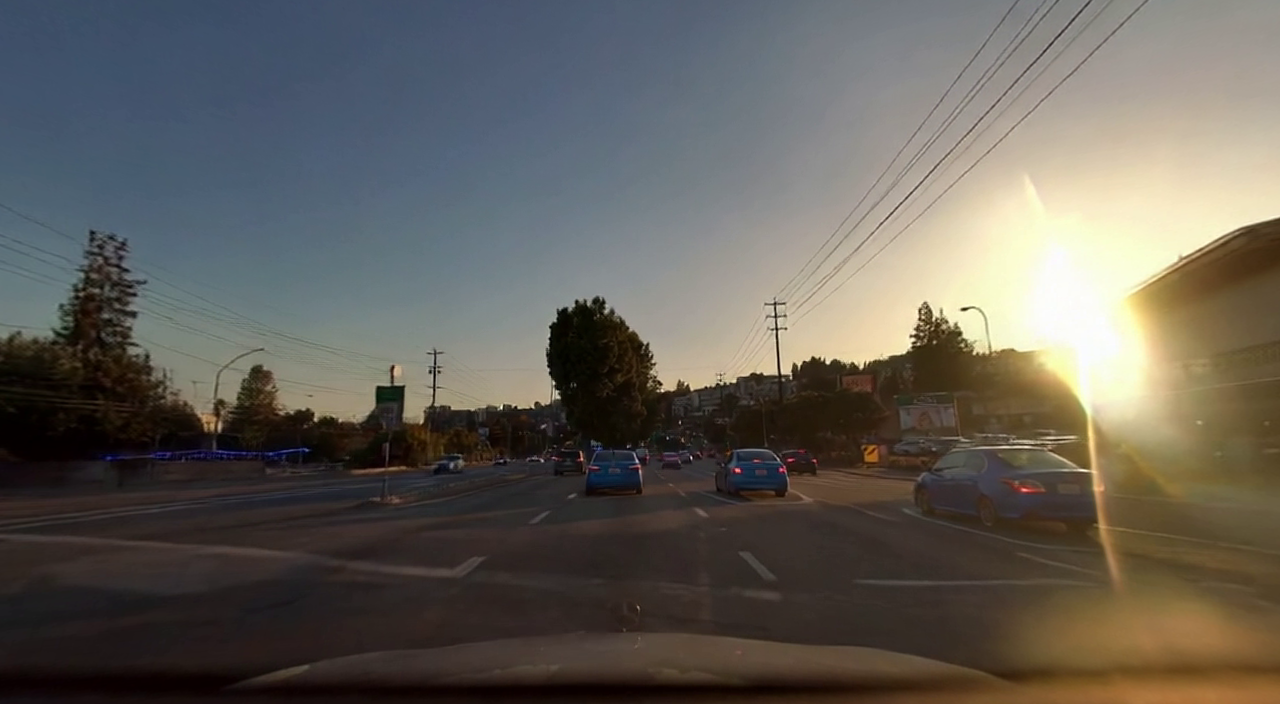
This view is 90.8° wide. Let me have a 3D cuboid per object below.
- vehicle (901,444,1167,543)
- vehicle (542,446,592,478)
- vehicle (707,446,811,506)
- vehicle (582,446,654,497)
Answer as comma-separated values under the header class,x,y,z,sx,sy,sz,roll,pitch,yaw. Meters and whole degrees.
class,x,y,z,sx,sy,sz,roll,pitch,yaw
vehicle,6.817,2.446,11.691,2.004,1.455,4.417,0,-8,-1
vehicle,-3.811,5.798,33.634,2.073,1.606,4.364,0,-8,1
vehicle,3.277,3.510,18.452,2.053,1.490,4.464,0,-8,-2
vehicle,-0.646,3.791,20.492,2.065,1.464,4.216,0,-8,0
